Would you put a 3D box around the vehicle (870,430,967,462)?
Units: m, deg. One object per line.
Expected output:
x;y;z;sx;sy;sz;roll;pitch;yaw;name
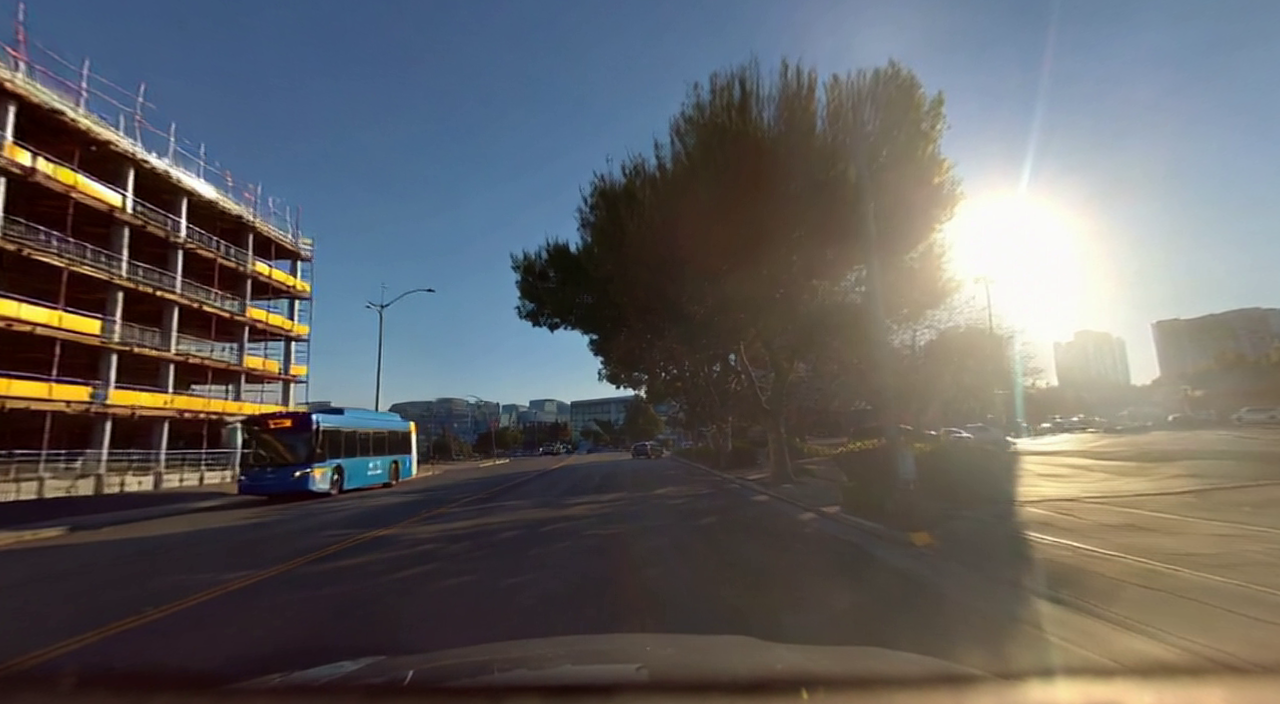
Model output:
13.704;4.631;31.192;3.897;1.470;1.829;0;-8;-2;vehicle

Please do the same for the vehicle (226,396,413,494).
-10.300;3.114;21.214;2.979;2.803;5.962;0;-8;1;vehicle
